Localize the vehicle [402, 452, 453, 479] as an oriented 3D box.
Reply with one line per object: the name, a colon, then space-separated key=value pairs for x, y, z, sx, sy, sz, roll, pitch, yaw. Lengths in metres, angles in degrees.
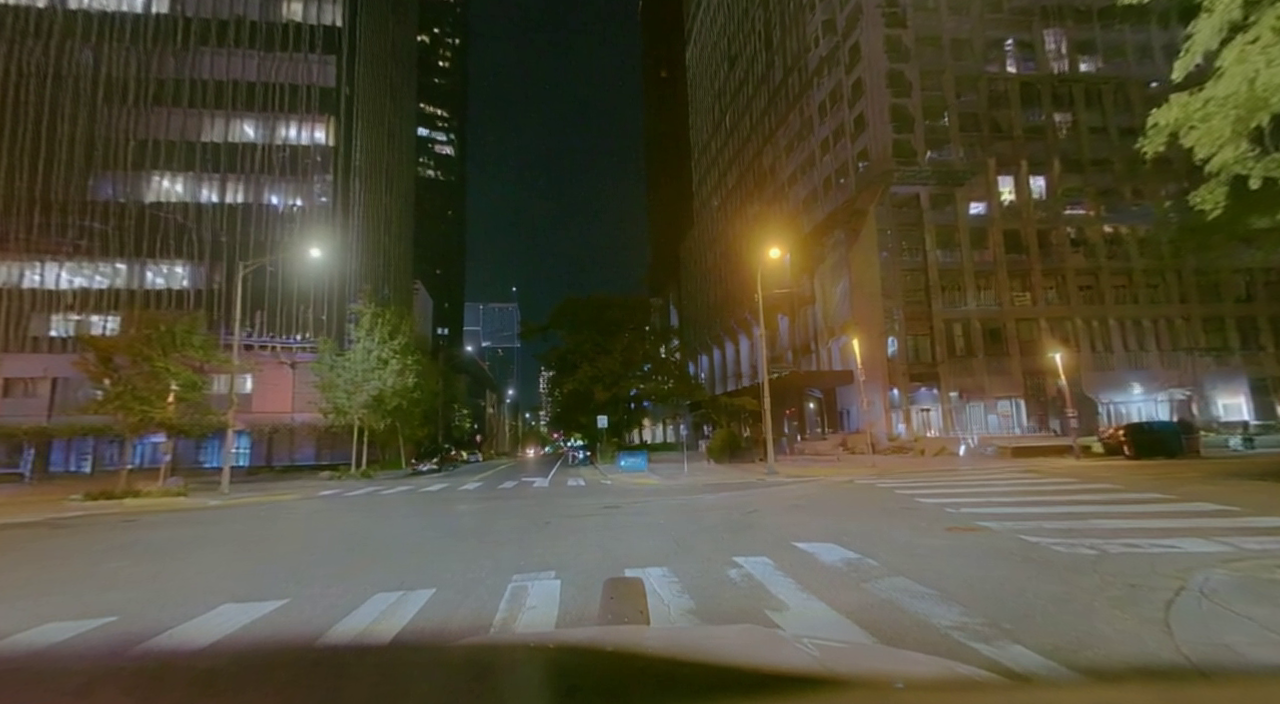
vehicle: x=-12.896 y=6.907 z=38.530 sx=2.033 sy=1.491 sz=4.298 roll=1 pitch=-9 yaw=-6
